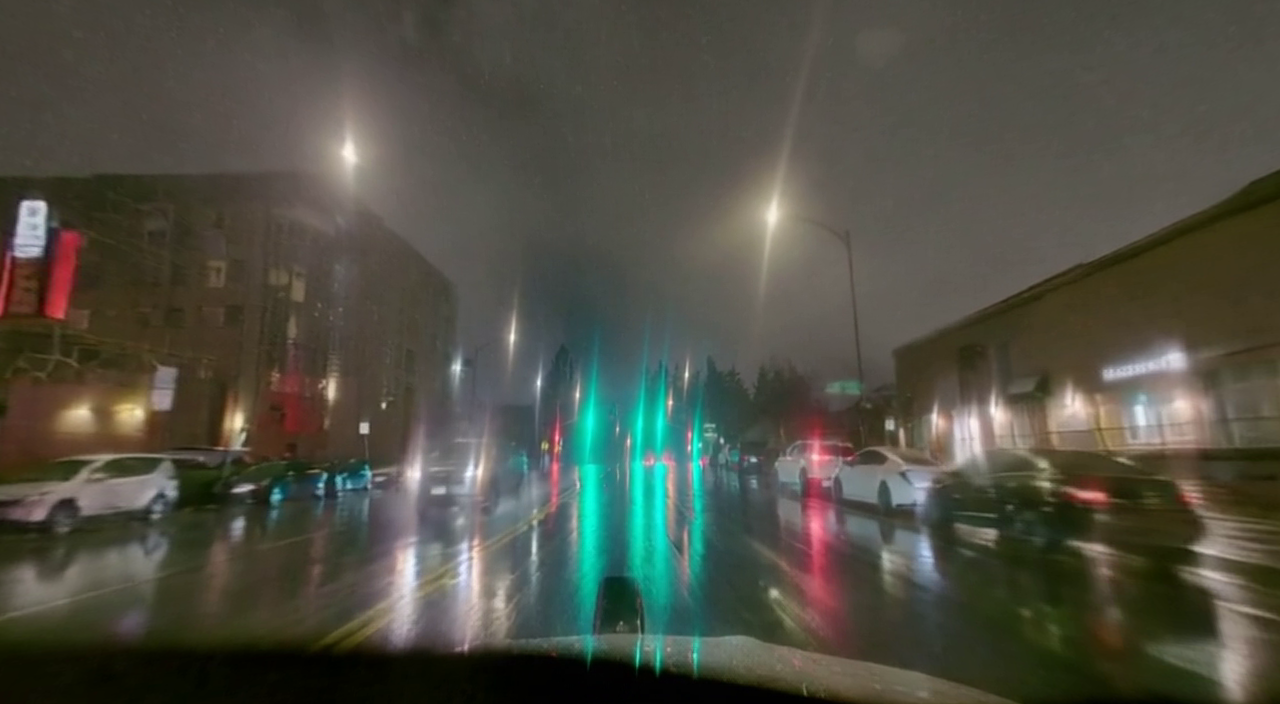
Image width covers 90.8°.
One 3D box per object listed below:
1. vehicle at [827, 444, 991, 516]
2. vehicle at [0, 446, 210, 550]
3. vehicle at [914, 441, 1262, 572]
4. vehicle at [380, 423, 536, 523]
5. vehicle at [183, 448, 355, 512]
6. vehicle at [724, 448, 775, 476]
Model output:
[{"bbox_3d":[6.261,2.988,15.377,1.966,1.472,4.363,0,-8,-2],"label":"vehicle"},{"bbox_3d":[-10.193,2.507,11.562,1.812,1.531,3.934,0,-8,1],"label":"vehicle"},{"bbox_3d":[6.185,2.121,9.661,1.837,1.482,4.706,0,-8,0],"label":"vehicle"},{"bbox_3d":[-3.514,2.405,13.122,1.980,1.718,4.120,0,-8,0],"label":"vehicle"},{"bbox_3d":[-9.960,3.430,17.518,1.886,1.493,4.689,0,-8,1],"label":"vehicle"},{"bbox_3d":[6.144,6.218,36.039,1.902,1.484,4.714,0,-8,-2],"label":"vehicle"}]
